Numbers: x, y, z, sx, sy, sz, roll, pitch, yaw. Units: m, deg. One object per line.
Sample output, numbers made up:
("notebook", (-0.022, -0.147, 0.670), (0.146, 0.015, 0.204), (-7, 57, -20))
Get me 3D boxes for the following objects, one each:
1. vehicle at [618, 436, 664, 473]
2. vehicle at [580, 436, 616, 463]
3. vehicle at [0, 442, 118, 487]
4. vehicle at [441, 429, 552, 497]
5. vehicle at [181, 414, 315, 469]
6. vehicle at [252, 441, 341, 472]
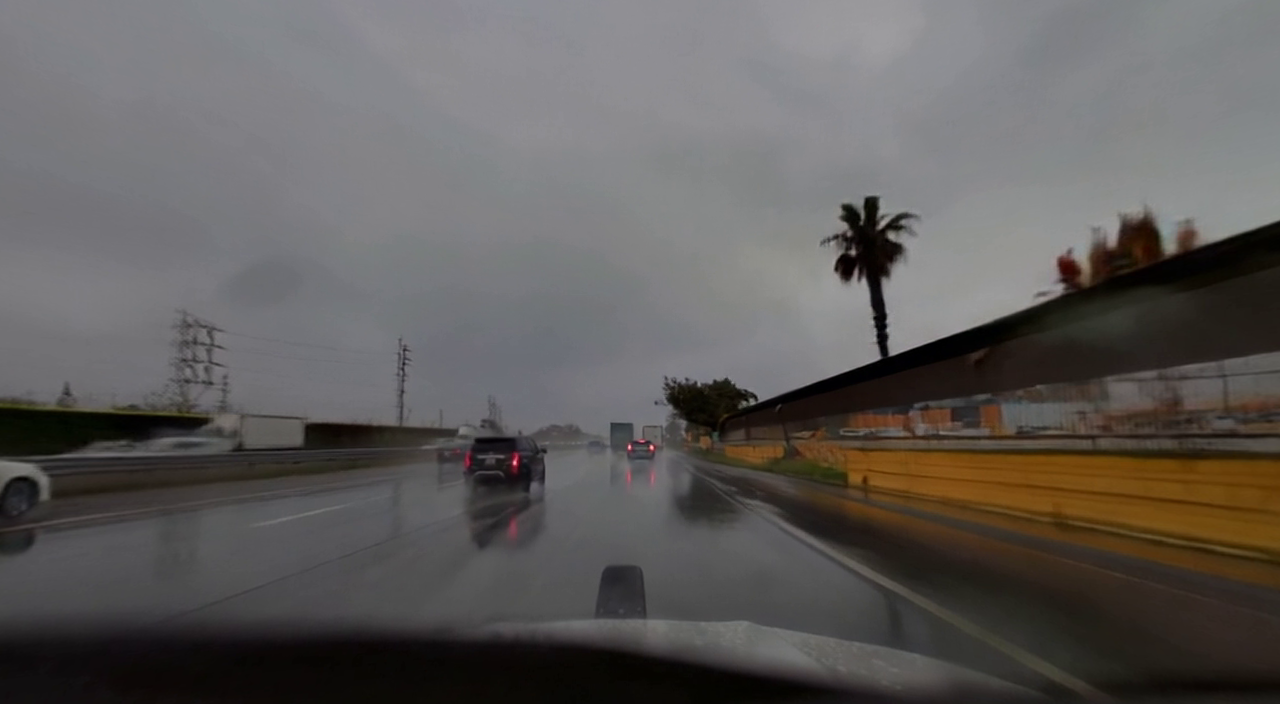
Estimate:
("vehicle", (0.094, 5.058, 31.316), (2.136, 1.678, 4.052), (-1, -8, 2))
("vehicle", (-3.210, 7.566, 49.157), (2.203, 1.958, 4.848), (-1, -8, 3))
("vehicle", (-21.715, 4.005, 22.831), (1.755, 1.460, 4.353), (-1, -8, 3))
("vehicle", (-4.068, 3.236, 18.764), (2.108, 1.740, 4.549), (-1, -8, 2))
("vehicle", (-24.754, 5.759, 40.517), (2.968, 3.142, 8.309), (-1, -8, 2))
("vehicle", (-17.279, 5.271, 31.963), (2.040, 1.455, 4.107), (-1, -8, 3))
